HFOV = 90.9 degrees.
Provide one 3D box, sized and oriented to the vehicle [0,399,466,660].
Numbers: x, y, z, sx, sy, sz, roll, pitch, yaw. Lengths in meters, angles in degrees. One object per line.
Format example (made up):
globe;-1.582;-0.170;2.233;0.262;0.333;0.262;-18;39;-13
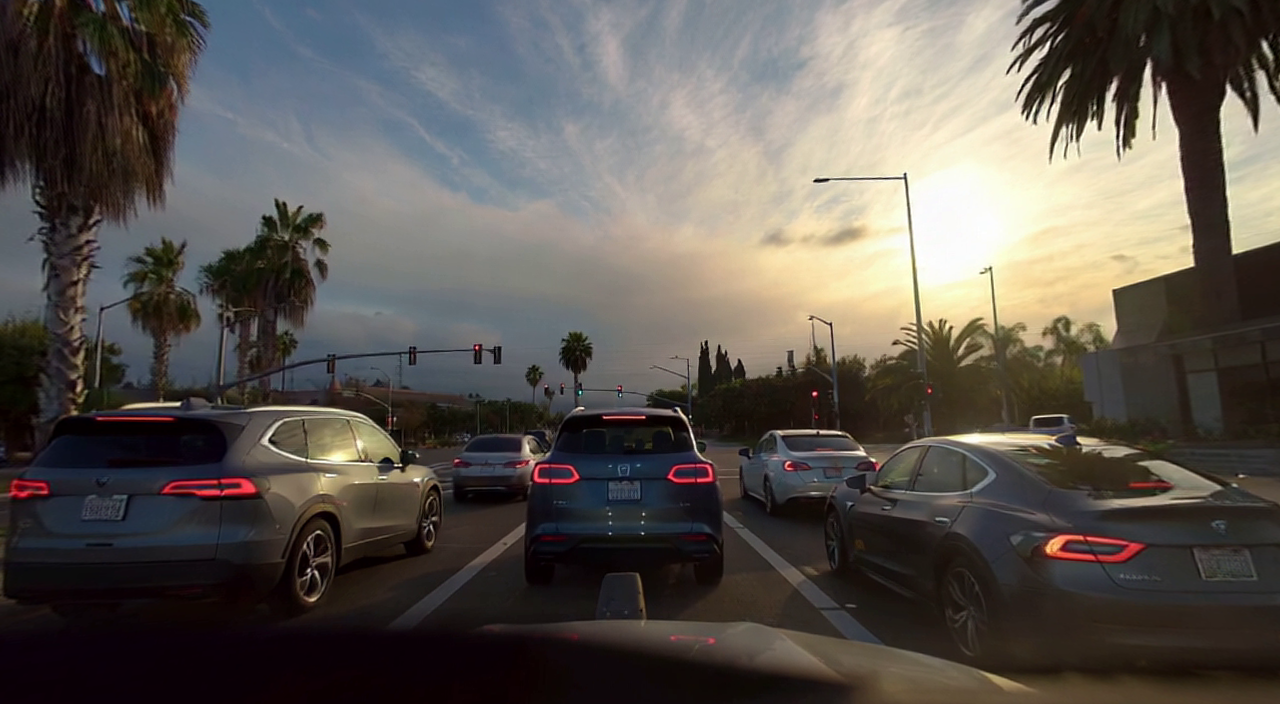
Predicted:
vehicle;-3.354;1.385;6.050;2.014;1.534;4.455;0;-8;1

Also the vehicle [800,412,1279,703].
vehicle;2.969;1.371;5.250;2.017;1.491;4.611;0;-8;-1

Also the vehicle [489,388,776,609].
vehicle;-0.123;1.487;7.293;2.280;1.747;4.361;0;-8;-2
